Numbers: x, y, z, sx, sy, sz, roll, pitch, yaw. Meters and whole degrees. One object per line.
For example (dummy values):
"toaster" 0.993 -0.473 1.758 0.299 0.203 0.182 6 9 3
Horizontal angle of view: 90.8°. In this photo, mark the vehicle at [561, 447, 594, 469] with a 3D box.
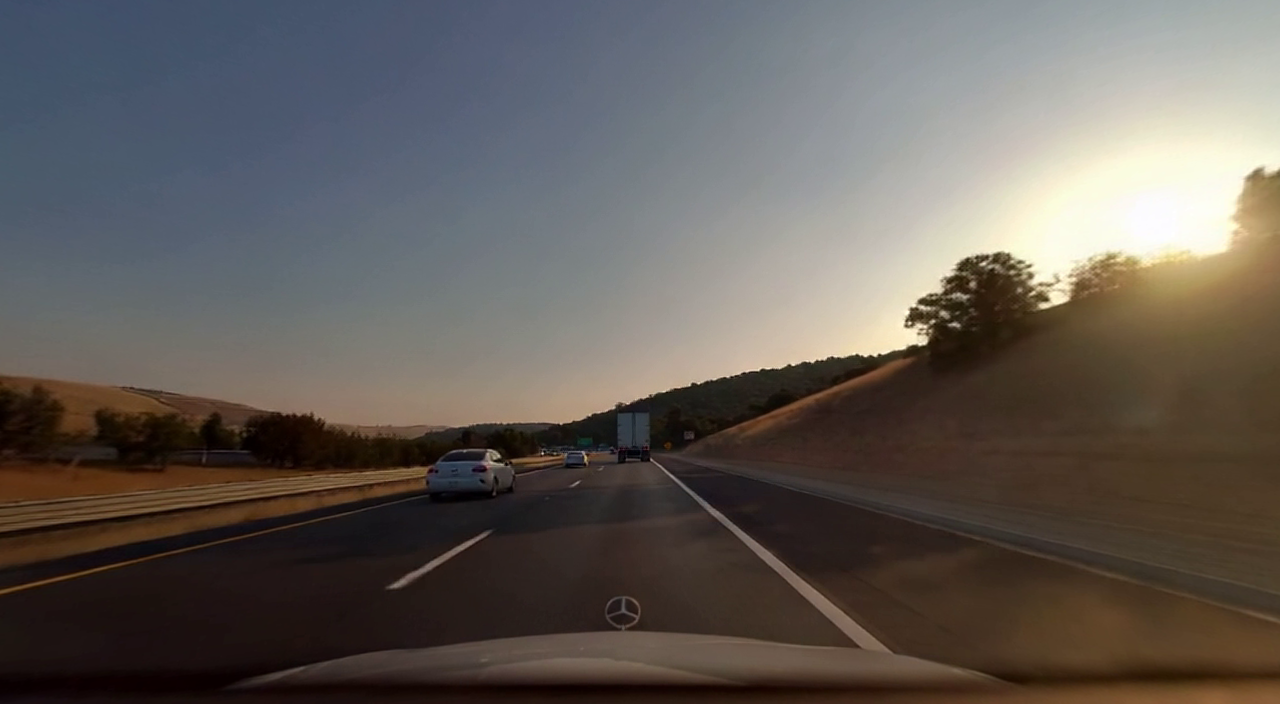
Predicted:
"vehicle" -4.501 7.722 46.074 1.978 1.507 4.062 0 -9 0

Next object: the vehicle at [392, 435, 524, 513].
"vehicle" -4.259 2.918 15.555 1.991 1.618 4.211 0 -9 0
